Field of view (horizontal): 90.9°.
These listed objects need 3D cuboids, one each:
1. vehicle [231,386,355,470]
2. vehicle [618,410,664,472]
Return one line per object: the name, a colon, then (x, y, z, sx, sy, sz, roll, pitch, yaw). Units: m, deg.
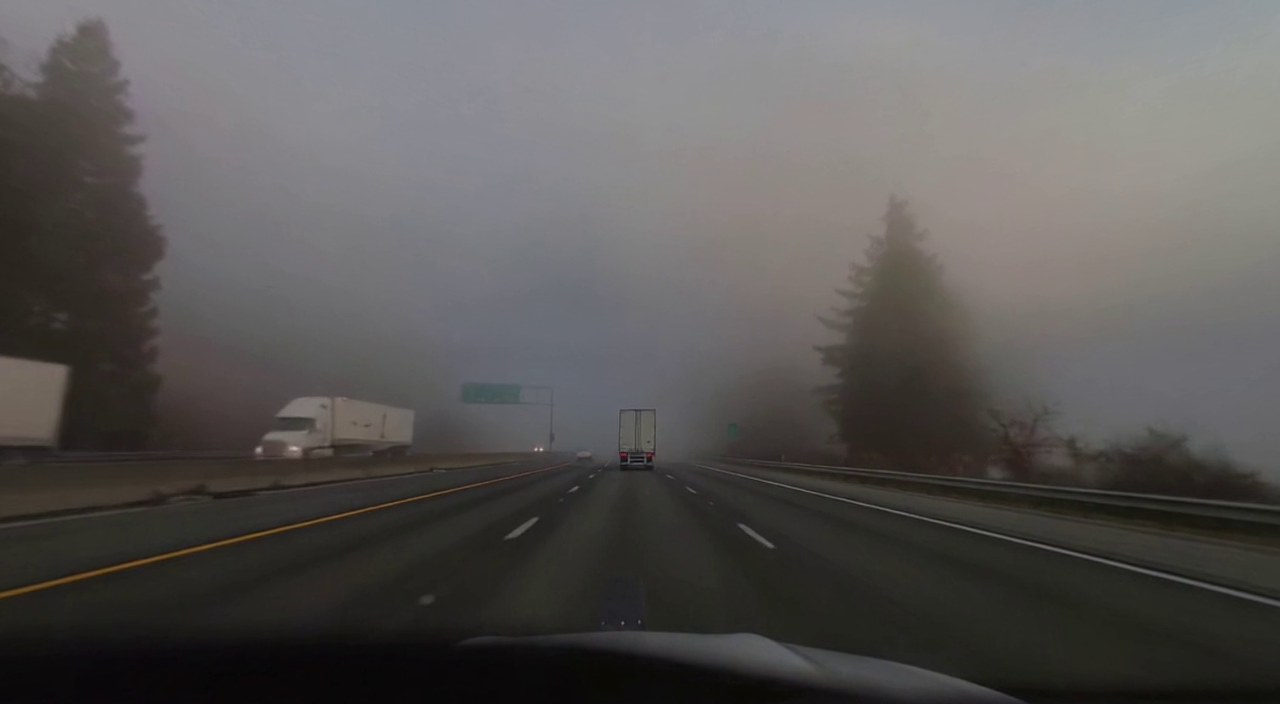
vehicle: (-17.483, 3.973, 32.342, 2.981, 3.909, 5.851, 0, -9, -1)
vehicle: (-0.121, 6.593, 46.288, 2.962, 3.953, 10.696, 0, -9, -2)
